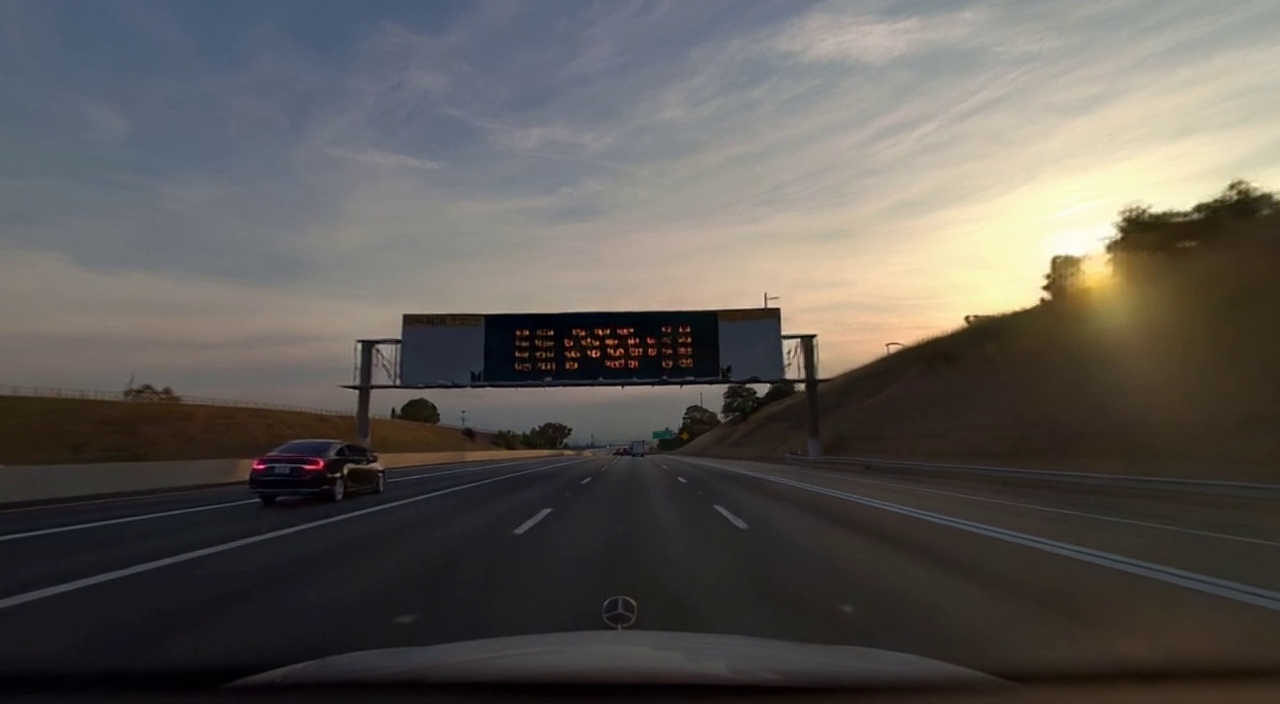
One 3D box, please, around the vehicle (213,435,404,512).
[{"bbox_3d":[-7.710,2.845,15.403,2.005,1.545,4.874,0,-8,0],"label":"vehicle"}]
